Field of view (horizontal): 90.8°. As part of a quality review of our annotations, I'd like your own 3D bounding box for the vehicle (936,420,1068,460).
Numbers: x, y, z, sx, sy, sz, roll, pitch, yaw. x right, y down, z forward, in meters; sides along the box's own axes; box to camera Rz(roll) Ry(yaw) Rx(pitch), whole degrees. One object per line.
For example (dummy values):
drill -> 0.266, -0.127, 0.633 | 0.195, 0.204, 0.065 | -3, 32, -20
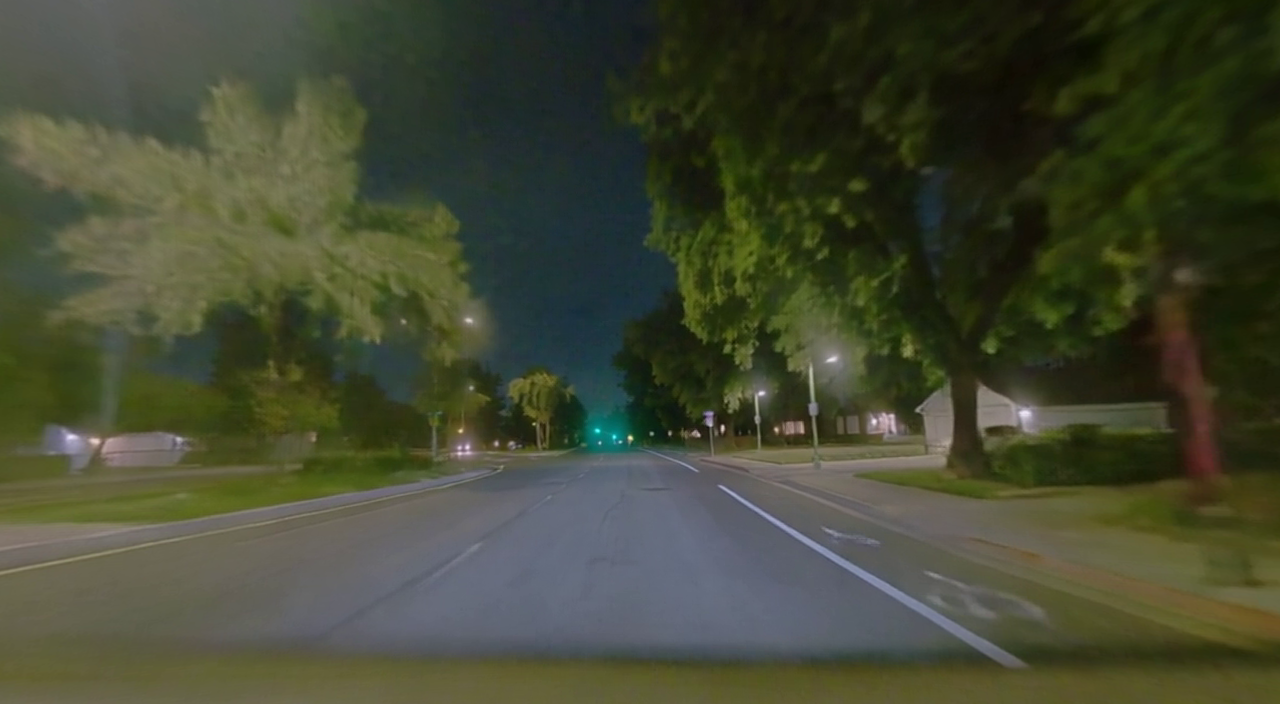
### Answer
vehicle -> 14.867, 3.678, 26.128 | 4.198, 1.561, 1.937 | 0, -10, 1
